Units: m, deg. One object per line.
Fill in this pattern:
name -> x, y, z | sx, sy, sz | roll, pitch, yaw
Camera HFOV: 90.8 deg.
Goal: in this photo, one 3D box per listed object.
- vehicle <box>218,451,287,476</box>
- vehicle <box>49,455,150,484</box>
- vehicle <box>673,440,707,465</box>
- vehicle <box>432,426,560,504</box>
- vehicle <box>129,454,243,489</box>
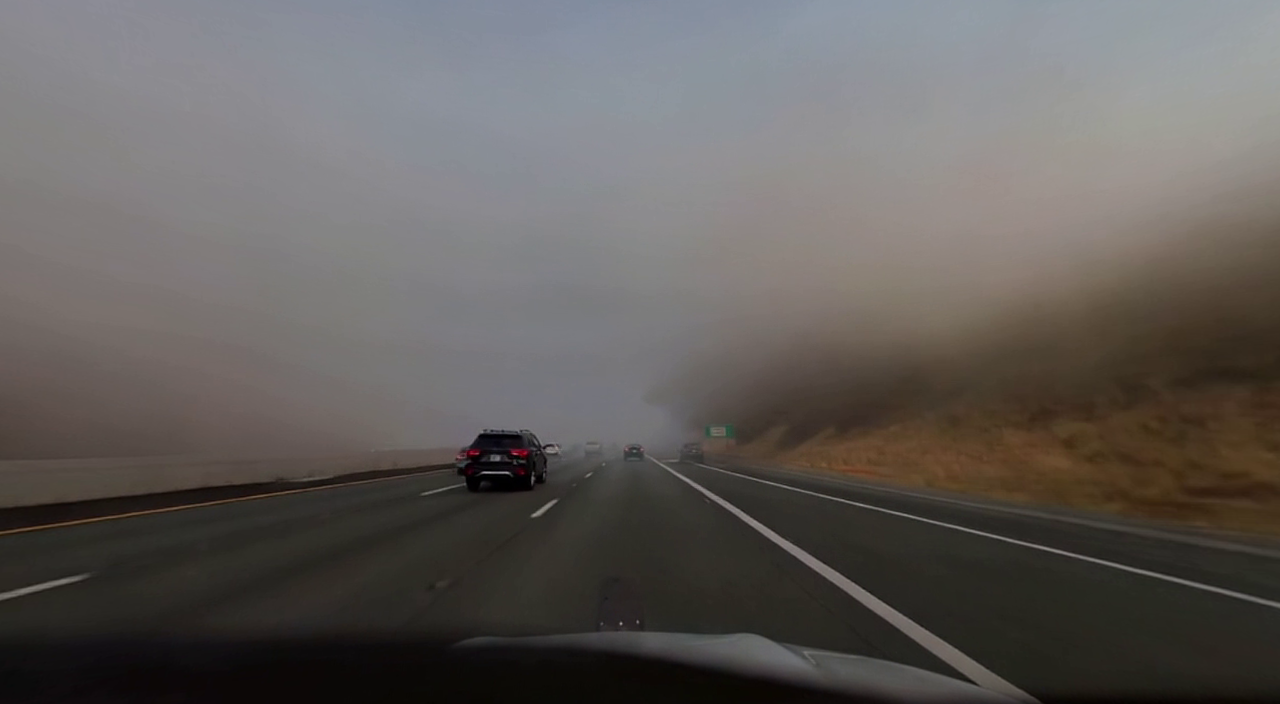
vehicle -> -25.507, 7.339, 41.796 | 1.761, 1.453, 4.415 | 0, -8, 1
vehicle -> -30.342, 6.570, 35.654 | 1.904, 1.463, 4.422 | 0, -8, -2
vehicle -> 3.787, 7.773, 49.028 | 2.164, 1.788, 4.500 | 0, -8, -1
vehicle -> -3.478, 2.846, 16.303 | 2.166, 1.700, 4.661 | 0, -8, 0
vehicle -> -21.771, 5.712, 30.602 | 2.019, 1.496, 4.681 | 0, -8, 1
